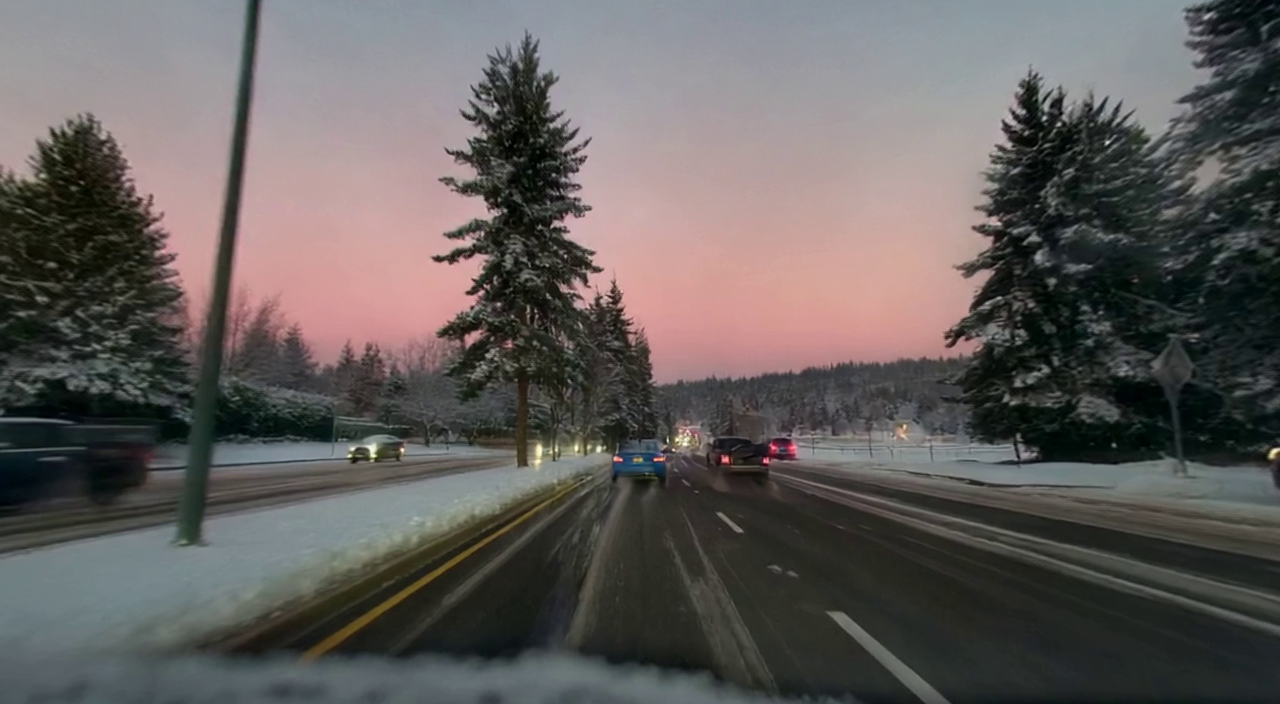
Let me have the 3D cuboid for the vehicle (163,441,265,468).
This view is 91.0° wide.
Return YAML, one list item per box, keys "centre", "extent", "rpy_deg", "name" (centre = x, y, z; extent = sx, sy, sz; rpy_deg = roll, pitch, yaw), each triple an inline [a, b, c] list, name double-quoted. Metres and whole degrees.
- centre: [-24.561, 5.930, 36.426]
  extent: [4.381, 1.490, 1.941]
  rpy_deg: [2, -9, -11]
  name: "vehicle"

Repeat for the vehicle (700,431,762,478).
- centre: [3.709, 4.283, 26.513]
  extent: [1.976, 1.796, 4.159]
  rpy_deg: [0, -9, 0]
  name: "vehicle"

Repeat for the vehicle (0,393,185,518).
- centre: [-8.987, 1.443, 8.871]
  extent: [1.951, 1.539, 4.244]
  rpy_deg: [0, -9, 0]
  name: "vehicle"

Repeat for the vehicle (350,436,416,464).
- centre: [-15.607, 5.993, 38.541]
  extent: [1.885, 1.553, 4.828]
  rpy_deg: [-1, -8, 1]
  name: "vehicle"

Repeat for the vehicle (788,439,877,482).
- centre: [7.247, 4.115, 24.172]
  extent: [1.928, 1.488, 4.361]
  rpy_deg: [0, -9, -1]
  name: "vehicle"

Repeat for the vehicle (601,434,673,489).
- centre: [-0.102, 3.581, 20.953]
  extent: [2.145, 1.603, 4.369]
  rpy_deg: [0, -8, 0]
  name: "vehicle"
